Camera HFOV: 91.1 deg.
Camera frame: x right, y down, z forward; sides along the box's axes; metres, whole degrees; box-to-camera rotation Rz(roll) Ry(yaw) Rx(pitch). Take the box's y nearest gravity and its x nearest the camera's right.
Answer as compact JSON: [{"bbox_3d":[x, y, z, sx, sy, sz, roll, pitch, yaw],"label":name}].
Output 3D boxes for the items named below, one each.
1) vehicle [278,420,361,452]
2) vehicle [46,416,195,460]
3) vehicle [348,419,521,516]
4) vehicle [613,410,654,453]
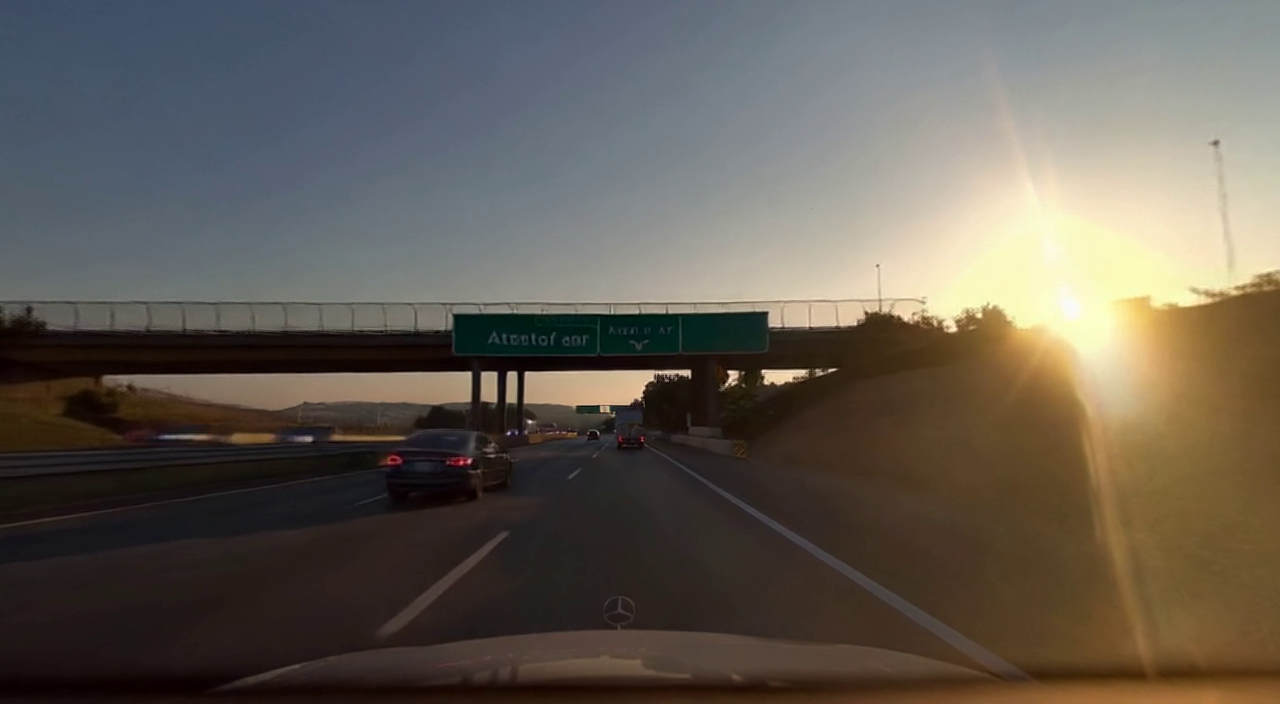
[{"bbox_3d":[-15.758,4.168,31.209,1.909,1.492,4.200,0,-8,0],"label":"vehicle"},{"bbox_3d":[-19.675,3.299,24.124,1.996,1.512,4.393,0,-8,-1],"label":"vehicle"},{"bbox_3d":[-3.618,2.087,11.942,1.955,1.508,3.996,0,-8,0],"label":"vehicle"},{"bbox_3d":[-0.566,5.539,43.513,2.418,2.704,6.445,1,-8,-4],"label":"vehicle"}]
